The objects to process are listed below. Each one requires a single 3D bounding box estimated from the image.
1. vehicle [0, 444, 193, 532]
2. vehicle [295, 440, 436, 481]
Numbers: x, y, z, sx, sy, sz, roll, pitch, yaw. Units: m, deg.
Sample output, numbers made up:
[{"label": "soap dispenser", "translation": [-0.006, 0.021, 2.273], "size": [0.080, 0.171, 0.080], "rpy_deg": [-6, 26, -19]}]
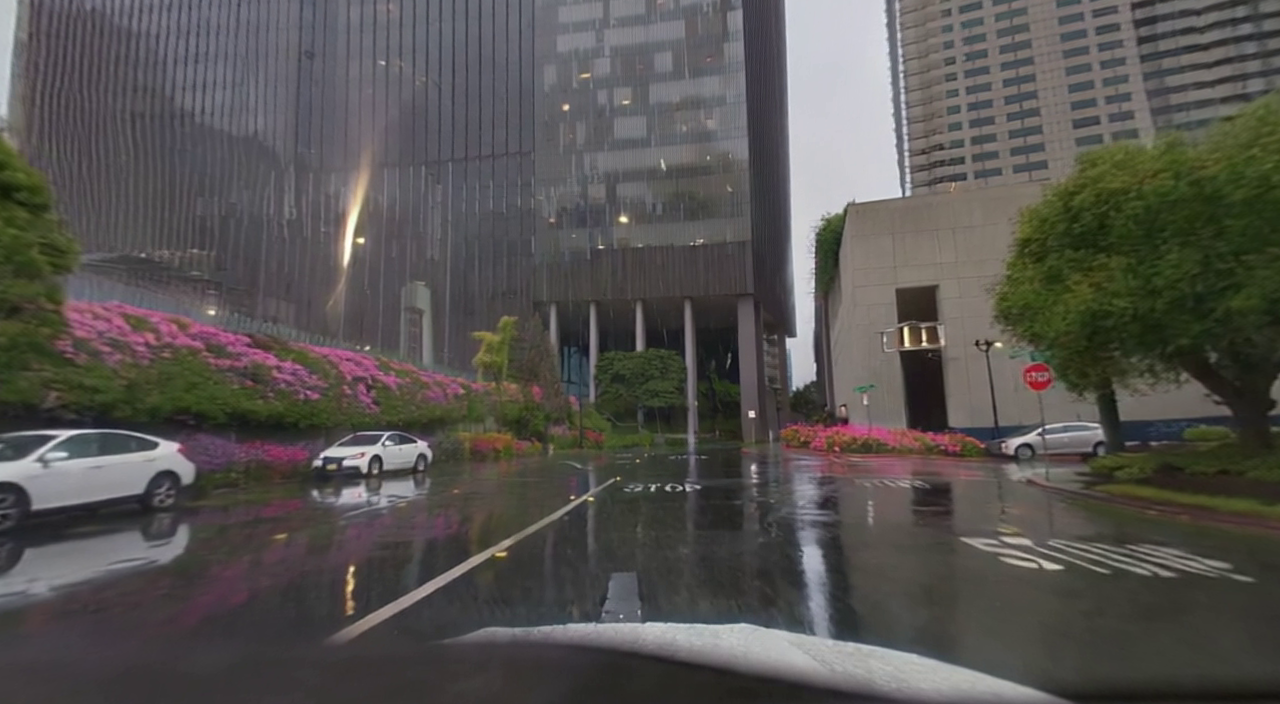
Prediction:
[{"label": "vehicle", "translation": [-11.166, 2.420, 11.515], "size": [4.421, 1.446, 2.053], "rpy_deg": [3, -9, -20]}, {"label": "vehicle", "translation": [-10.582, 4.152, 24.404], "size": [4.694, 1.447, 2.137], "rpy_deg": [5, -10, -29]}]
